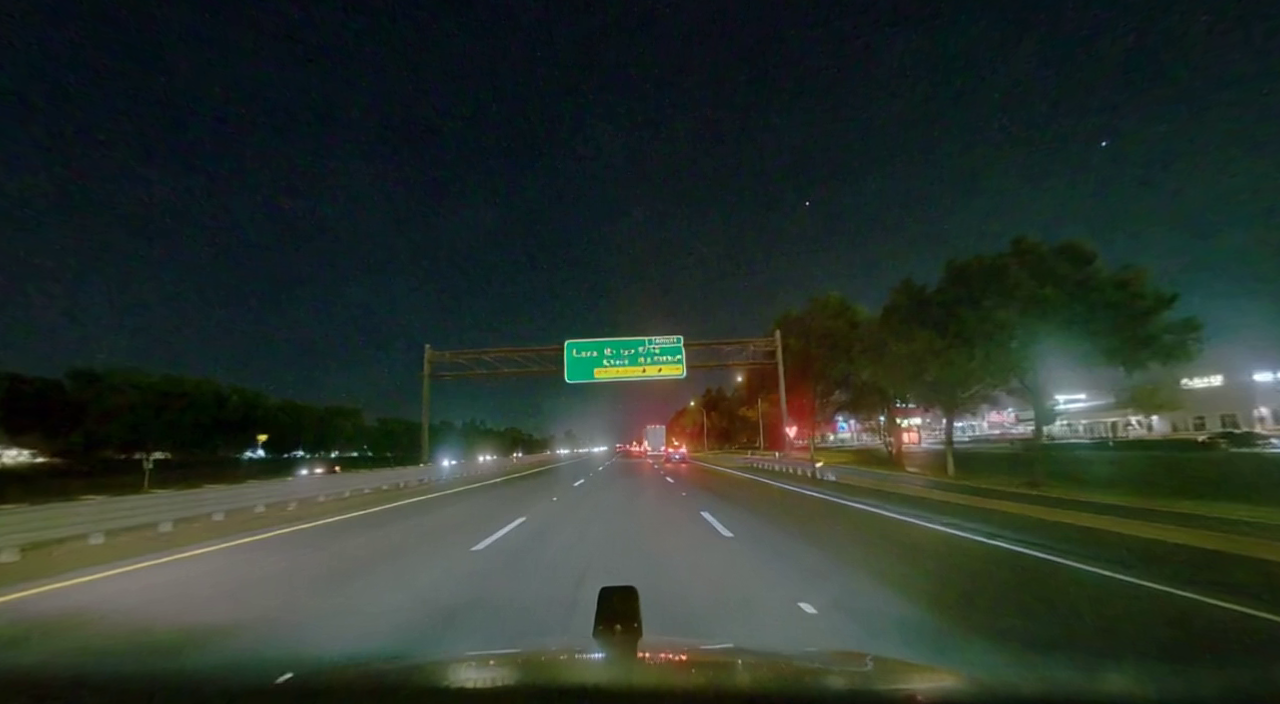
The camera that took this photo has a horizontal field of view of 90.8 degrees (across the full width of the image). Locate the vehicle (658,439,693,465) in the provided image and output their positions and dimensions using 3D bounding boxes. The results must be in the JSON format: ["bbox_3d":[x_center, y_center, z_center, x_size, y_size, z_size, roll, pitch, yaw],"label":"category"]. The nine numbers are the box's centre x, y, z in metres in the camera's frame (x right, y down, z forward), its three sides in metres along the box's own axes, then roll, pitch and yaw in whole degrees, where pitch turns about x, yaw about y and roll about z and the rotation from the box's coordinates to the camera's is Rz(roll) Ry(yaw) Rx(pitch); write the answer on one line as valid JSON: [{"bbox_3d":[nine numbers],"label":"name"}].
[{"bbox_3d":[2.447,7.036,44.562,2.065,1.760,4.488,0,-8,-2],"label":"vehicle"}]
